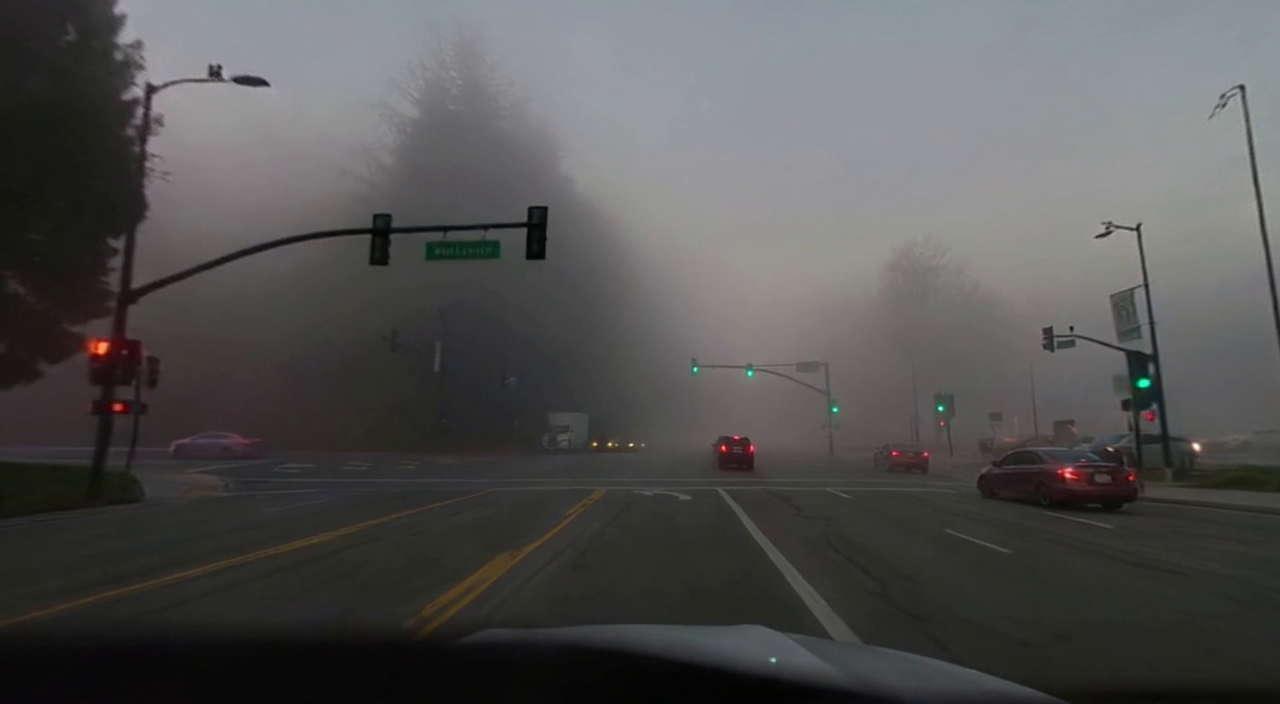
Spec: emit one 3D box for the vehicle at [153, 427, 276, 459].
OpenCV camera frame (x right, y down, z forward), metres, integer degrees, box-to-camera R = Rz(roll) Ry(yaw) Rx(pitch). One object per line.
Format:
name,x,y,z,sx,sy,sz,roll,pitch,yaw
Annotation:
vehicle,-21.617,4.631,32.027,4.856,1.528,2.053,-1,-8,3

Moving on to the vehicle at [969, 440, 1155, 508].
vehicle,10.452,3.019,16.043,1.896,1.463,4.296,0,-8,3

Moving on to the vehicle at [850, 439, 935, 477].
vehicle,10.554,4.457,26.642,1.860,1.460,4.379,0,-8,1

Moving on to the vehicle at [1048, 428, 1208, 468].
vehicle,25.436,5.051,32.946,6.170,1.978,2.399,0,-10,2

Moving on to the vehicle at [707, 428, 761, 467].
vehicle,4.621,4.817,31.640,2.203,1.801,4.331,0,-9,2
